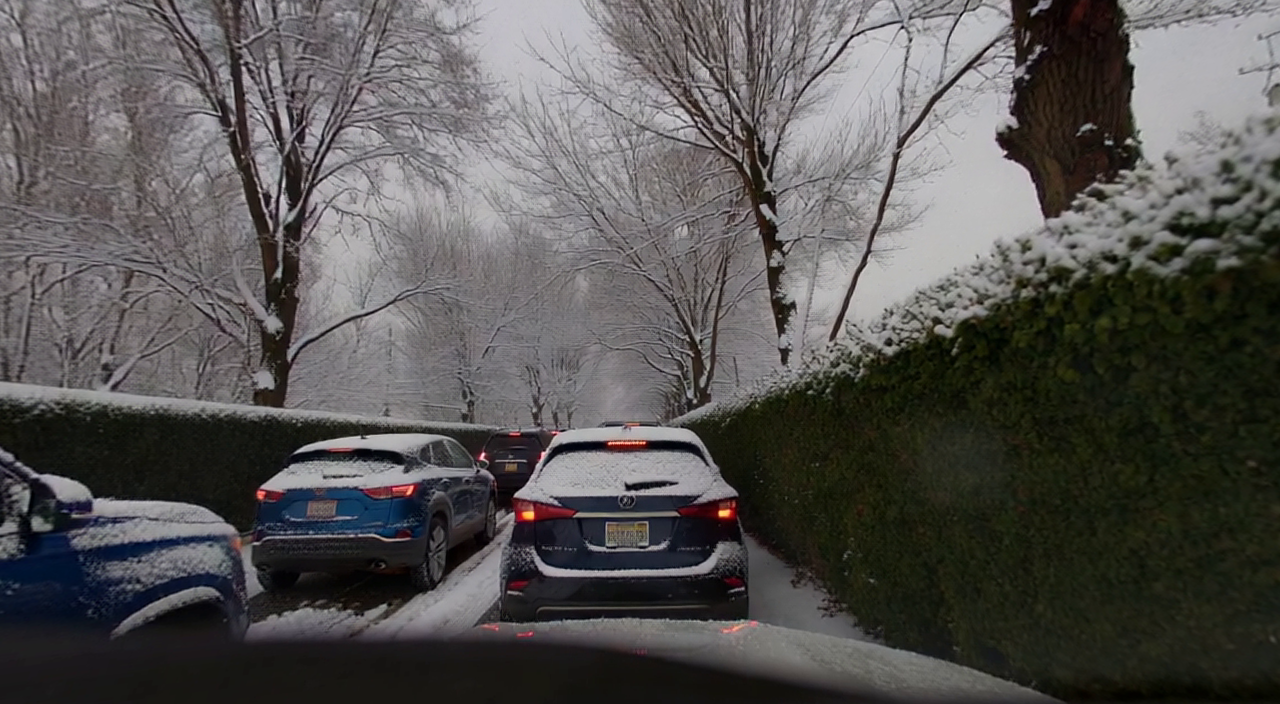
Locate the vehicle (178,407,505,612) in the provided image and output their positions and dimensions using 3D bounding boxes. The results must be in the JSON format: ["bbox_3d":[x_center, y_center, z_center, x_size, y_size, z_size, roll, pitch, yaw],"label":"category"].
[{"bbox_3d":[-3.403,1.841,8.304,2.256,1.728,4.421,-6,-8,-2],"label":"vehicle"}]

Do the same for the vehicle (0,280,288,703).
[{"bbox_3d":[-3.282,0.671,1.265,2.205,1.913,5.327,-6,-8,-2],"label":"vehicle"}]

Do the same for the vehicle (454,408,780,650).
[{"bbox_3d":[-0.177,1.489,6.240,2.154,1.581,4.007,0,-9,-1],"label":"vehicle"}]
